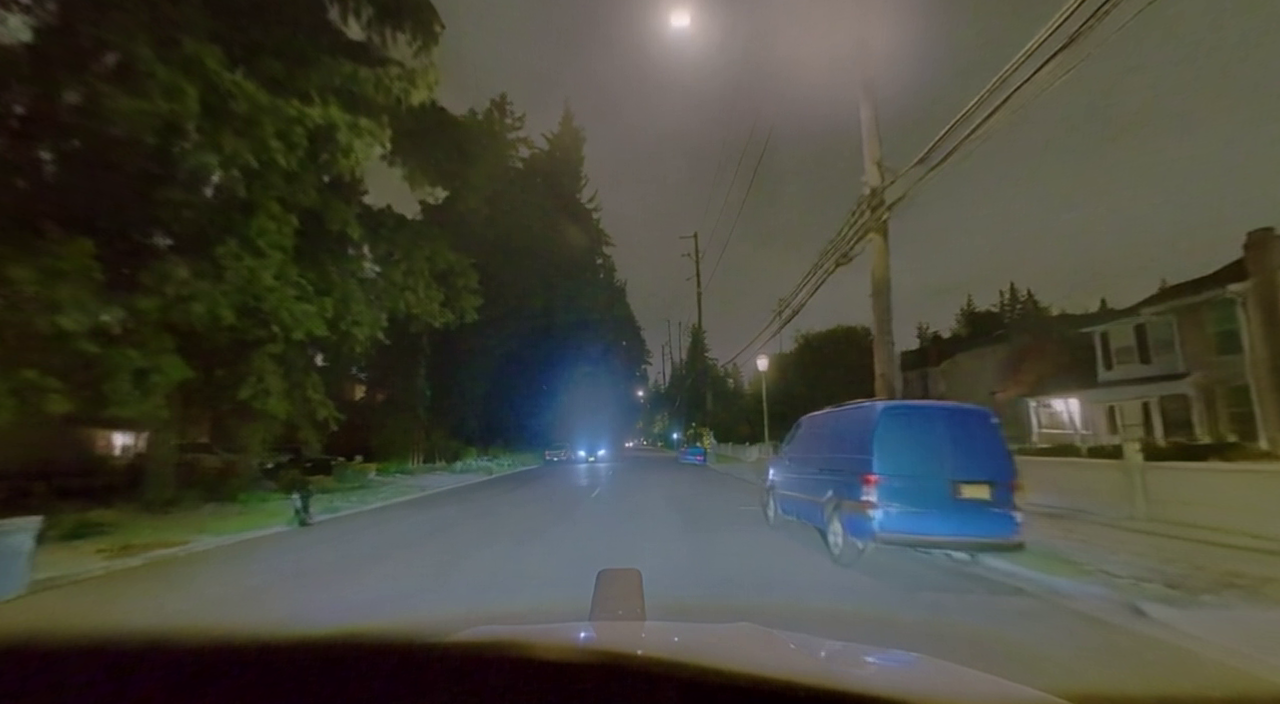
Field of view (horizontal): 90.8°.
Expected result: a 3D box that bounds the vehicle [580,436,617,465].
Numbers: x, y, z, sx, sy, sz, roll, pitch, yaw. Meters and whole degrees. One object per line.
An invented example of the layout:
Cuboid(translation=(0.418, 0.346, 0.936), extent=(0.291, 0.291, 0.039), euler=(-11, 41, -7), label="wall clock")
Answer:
Cuboid(translation=(-2.747, 6.686, 43.027), extent=(2.032, 1.836, 4.520), euler=(0, -8, 2), label="vehicle")

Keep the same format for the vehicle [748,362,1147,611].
Cuboid(translation=(3.015, 1.497, 7.935), extent=(2.311, 2.069, 5.156), euler=(0, -8, -1), label="vehicle")

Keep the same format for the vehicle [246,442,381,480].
Cuboid(translation=(-13.284, 4.454, 25.948), extent=(4.443, 1.475, 1.932), euler=(0, -9, -1), label="vehicle")

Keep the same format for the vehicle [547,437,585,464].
Cuboid(translation=(-5.555, 7.524, 48.168), extent=(2.263, 1.915, 5.071), euler=(0, -8, 1), label="vehicle")

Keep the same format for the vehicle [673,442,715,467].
Cuboid(translation=(3.314, 6.373, 39.362), extent=(1.944, 1.439, 4.500), euler=(0, -9, -4), label="vehicle")

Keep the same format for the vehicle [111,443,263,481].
Cuboid(translation=(-18.435, 4.473, 25.874), extent=(4.615, 1.482, 2.073), euler=(0, -8, 2), label="vehicle")
